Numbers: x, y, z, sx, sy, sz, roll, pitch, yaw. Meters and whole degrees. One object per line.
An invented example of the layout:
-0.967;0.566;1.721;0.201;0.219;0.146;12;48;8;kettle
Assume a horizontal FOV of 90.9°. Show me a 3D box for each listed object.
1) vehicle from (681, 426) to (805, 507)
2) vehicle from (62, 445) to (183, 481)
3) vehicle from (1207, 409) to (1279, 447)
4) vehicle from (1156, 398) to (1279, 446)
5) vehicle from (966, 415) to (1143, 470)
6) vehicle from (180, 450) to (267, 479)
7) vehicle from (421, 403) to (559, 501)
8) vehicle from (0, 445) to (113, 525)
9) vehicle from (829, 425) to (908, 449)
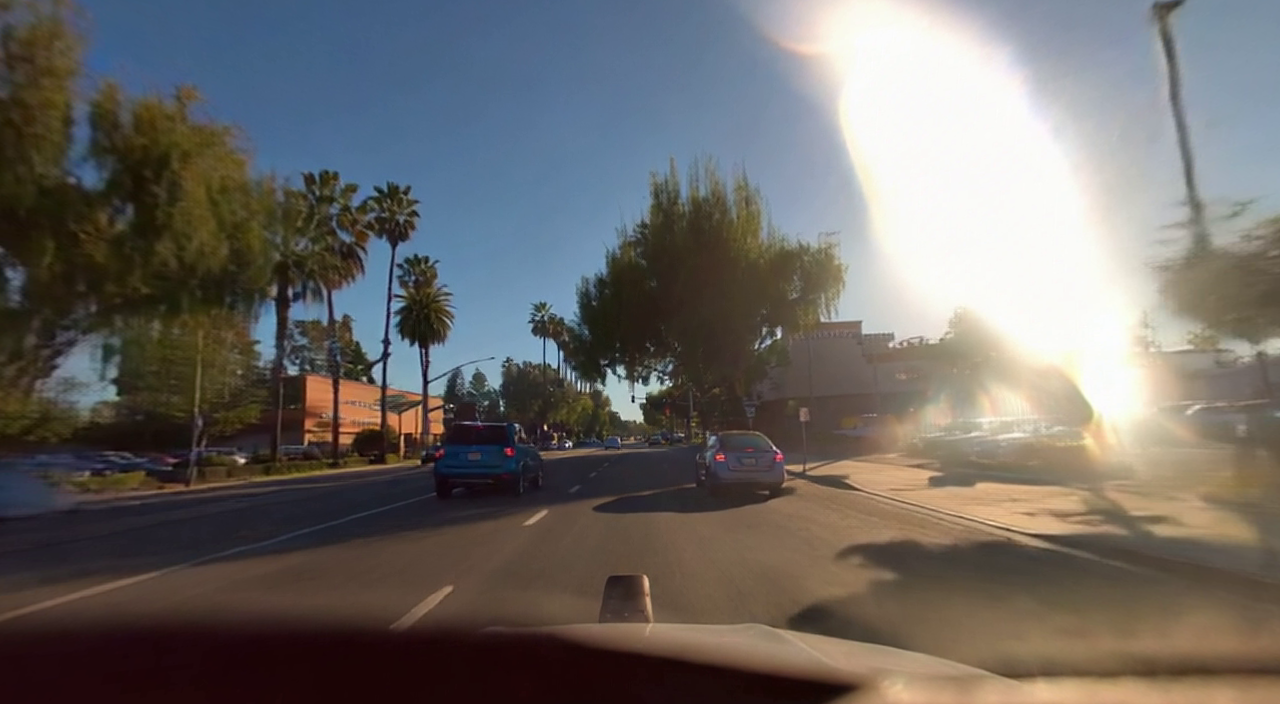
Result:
2.044;2.443;13.928;1.919;1.472;4.470;0;-8;-1;vehicle
-26.910;5.739;32.910;4.667;1.680;2.082;7;-11;-40;vehicle
25.744;3.097;25.494;3.833;1.455;1.927;1;-8;-6;vehicle
26.662;3.170;28.301;5.306;2.010;2.234;1;-8;-8;vehicle
11.795;2.608;18.161;1.874;1.386;3.745;6;-10;-36;vehicle
-26.755;7.210;40.553;4.343;1.452;2.097;4;-11;-43;vehicle
-3.378;2.387;15.282;2.152;1.987;4.527;0;-8;1;vehicle
-14.245;2.831;13.485;1.942;1.645;4.538;0;-8;0;vehicle
15.003;5.657;41.657;4.680;1.506;2.017;-3;-9;14;vehicle
